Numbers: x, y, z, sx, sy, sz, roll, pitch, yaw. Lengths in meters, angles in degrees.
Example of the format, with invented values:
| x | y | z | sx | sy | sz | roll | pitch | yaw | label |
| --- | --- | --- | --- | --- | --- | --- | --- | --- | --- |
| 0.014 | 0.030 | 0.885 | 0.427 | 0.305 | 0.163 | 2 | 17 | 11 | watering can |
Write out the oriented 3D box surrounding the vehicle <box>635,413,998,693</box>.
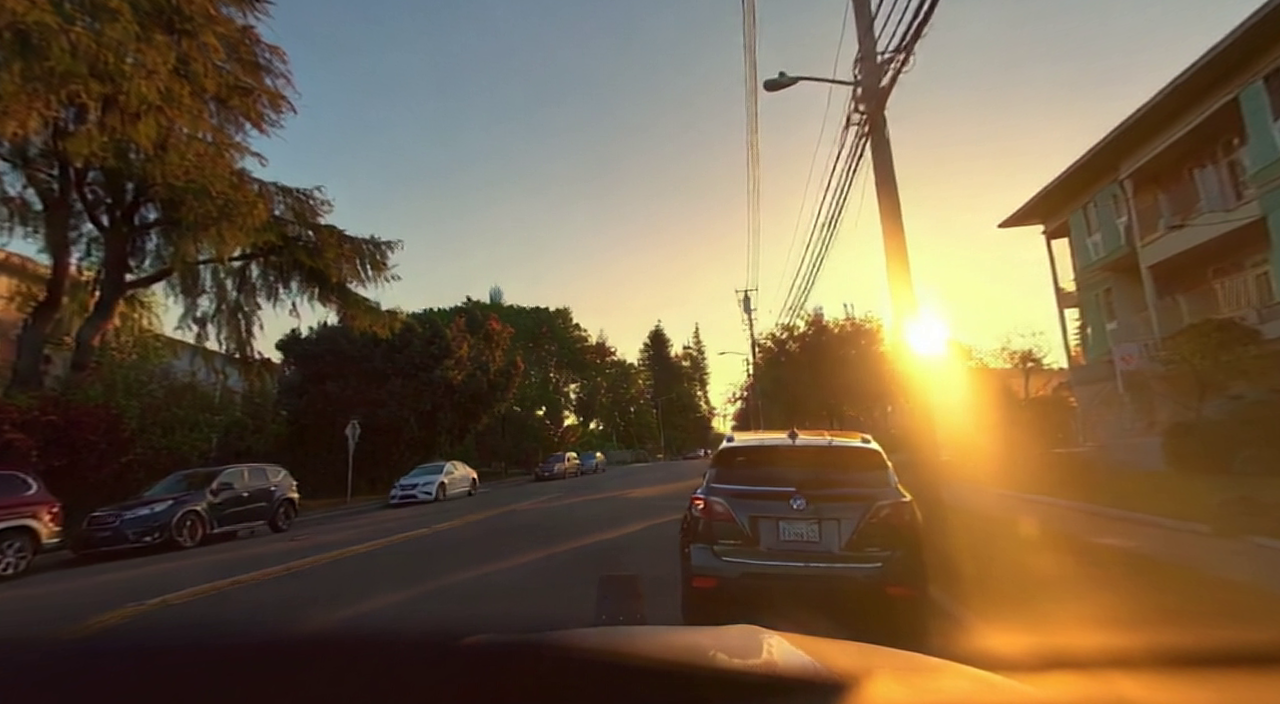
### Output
| x | y | z | sx | sy | sz | roll | pitch | yaw | label |
| --- | --- | --- | --- | --- | --- | --- | --- | --- | --- |
| 1.364 | 1.481 | 6.041 | 2.030 | 1.535 | 4.683 | -1 | -9 | 10 | vehicle |

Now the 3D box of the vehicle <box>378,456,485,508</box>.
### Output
| x | y | z | sx | sy | sz | roll | pitch | yaw | label |
| --- | --- | --- | --- | --- | --- | --- | --- | --- | --- |
| -8.058 | 5.051 | 24.928 | 2.017 | 1.582 | 4.664 | -8 | -11 | 9 | vehicle |

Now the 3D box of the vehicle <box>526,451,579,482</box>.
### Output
| x | y | z | sx | sy | sz | roll | pitch | yaw | label |
| --- | --- | --- | --- | --- | --- | --- | --- | --- | --- |
| -5.452 | 7.179 | 40.009 | 2.011 | 1.801 | 4.676 | -1 | -9 | 9 | vehicle |

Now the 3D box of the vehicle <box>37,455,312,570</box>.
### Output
| x | y | z | sx | sy | sz | roll | pitch | yaw | label |
| --- | --- | --- | --- | --- | --- | --- | --- | --- | --- |
| -9.385 | 3.204 | 13.378 | 2.068 | 1.745 | 4.579 | -8 | -10 | 6 | vehicle |

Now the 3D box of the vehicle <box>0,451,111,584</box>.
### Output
| x | y | z | sx | sy | sz | roll | pitch | yaw | label |
| --- | --- | --- | --- | --- | --- | --- | --- | --- | --- |
| -10.186 | 2.338 | 8.193 | 1.973 | 1.848 | 5.100 | -9 | -11 | 6 | vehicle |
